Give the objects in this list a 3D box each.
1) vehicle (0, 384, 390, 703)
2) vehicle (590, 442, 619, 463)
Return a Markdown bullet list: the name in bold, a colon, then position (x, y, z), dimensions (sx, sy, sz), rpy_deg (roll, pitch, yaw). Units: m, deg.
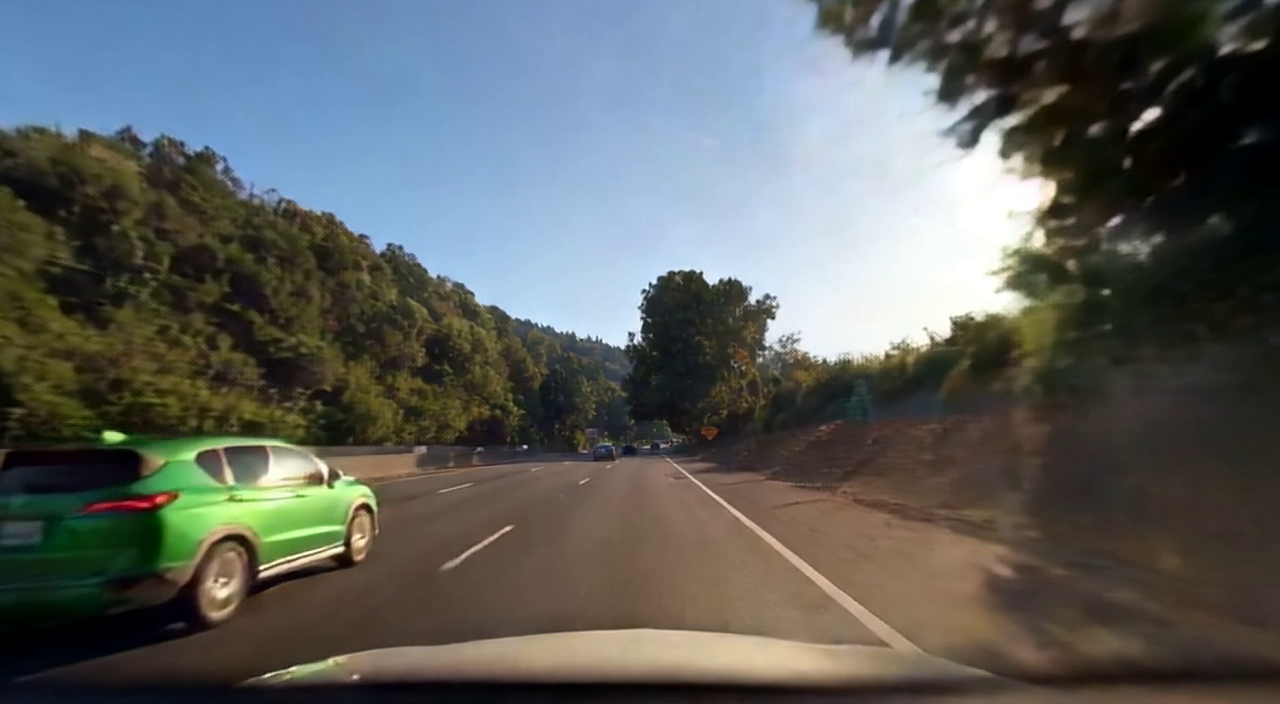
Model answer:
- **vehicle**: position (-3.794, 1.196, 4.735), dimensions (1.993, 1.538, 4.192), rpy_deg (0, -8, 2)
- **vehicle**: position (-2.698, 7.720, 48.525), dimensions (2.015, 1.561, 4.469), rpy_deg (0, -8, 0)
